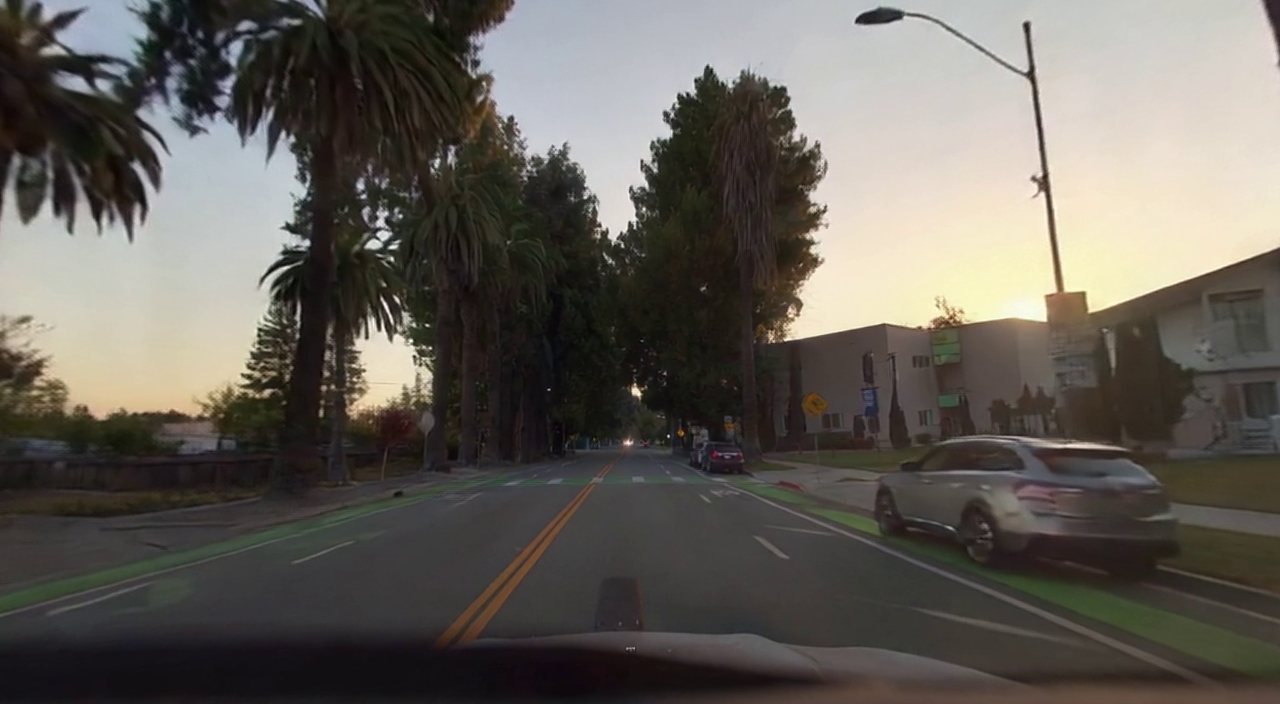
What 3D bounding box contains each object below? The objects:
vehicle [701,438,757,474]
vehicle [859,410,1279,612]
[{"bbox_3d":[4.316,5.104,31.315,1.997,1.640,4.494,0,-8,-1],"label":"vehicle"},{"bbox_3d":[4.750,1.741,7.981,2.144,1.720,4.794,0,-8,-1],"label":"vehicle"}]
